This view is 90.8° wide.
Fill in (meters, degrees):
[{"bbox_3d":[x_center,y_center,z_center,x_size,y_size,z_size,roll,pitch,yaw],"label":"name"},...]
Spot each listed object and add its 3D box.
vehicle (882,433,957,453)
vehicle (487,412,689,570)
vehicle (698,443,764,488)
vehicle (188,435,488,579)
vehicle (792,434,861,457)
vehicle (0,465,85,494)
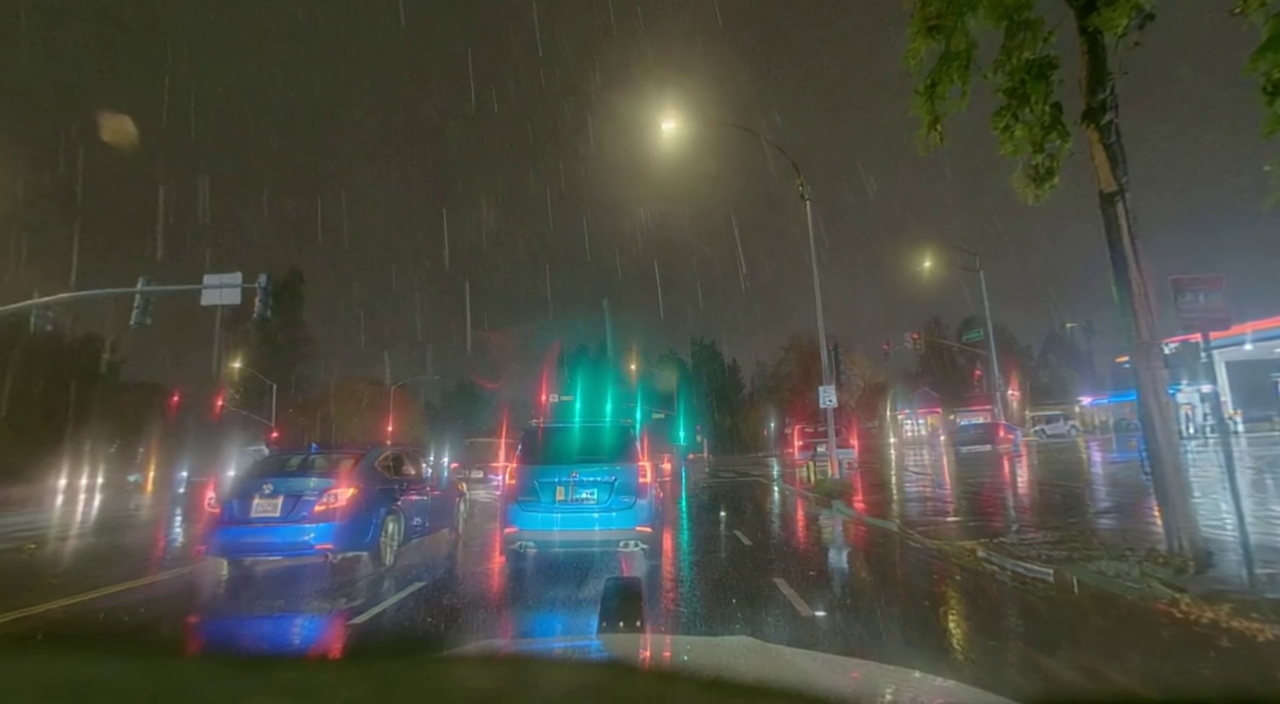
[{"bbox_3d":[20.725,6.758,46.991,4.700,1.417,1.789,0,-8,1],"label":"vehicle"},{"bbox_3d":[-0.590,1.841,9.139,2.210,1.722,4.215,0,-8,0],"label":"vehicle"},{"bbox_3d":[3.214,4.069,23.099,1.976,1.462,4.342,-1,-8,3],"label":"vehicle"},{"bbox_3d":[-3.714,1.953,8.864,2.003,1.492,4.291,0,-8,1],"label":"vehicle"},{"bbox_3d":[13.888,6.988,47.278,4.524,1.681,1.823,0,-8,0],"label":"vehicle"},{"bbox_3d":[-38.017,8.003,39.773,4.371,1.700,1.920,-1,-8,3],"label":"vehicle"}]
